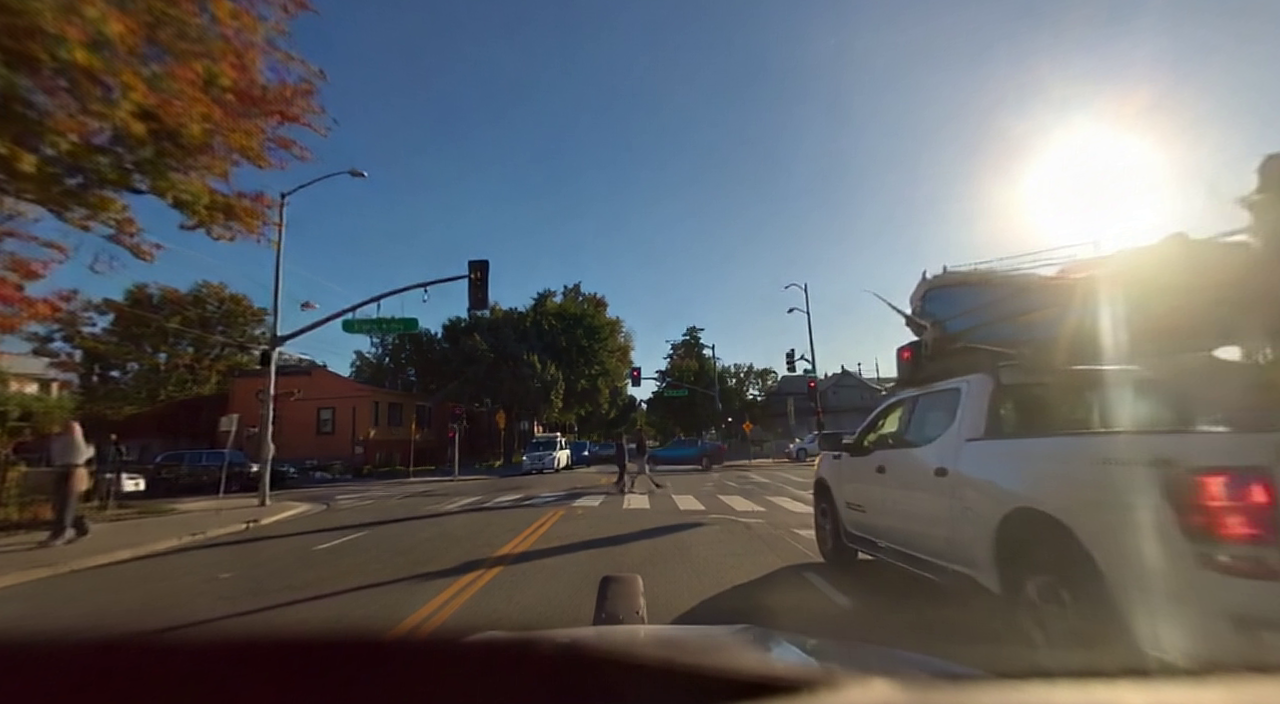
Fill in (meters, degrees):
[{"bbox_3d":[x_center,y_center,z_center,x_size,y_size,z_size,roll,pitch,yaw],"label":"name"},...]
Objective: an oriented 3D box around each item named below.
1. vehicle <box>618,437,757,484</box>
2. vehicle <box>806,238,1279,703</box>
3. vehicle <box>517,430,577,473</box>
[{"bbox_3d":[1.755,4.031,23.800,4.771,1.630,1.979,3,-9,-18],"label":"vehicle"},{"bbox_3d":[3.069,1.045,4.564,2.177,2.015,5.463,0,-9,-1],"label":"vehicle"},{"bbox_3d":[-5.970,6.571,41.722,2.896,2.560,7.322,0,-9,0],"label":"vehicle"}]
